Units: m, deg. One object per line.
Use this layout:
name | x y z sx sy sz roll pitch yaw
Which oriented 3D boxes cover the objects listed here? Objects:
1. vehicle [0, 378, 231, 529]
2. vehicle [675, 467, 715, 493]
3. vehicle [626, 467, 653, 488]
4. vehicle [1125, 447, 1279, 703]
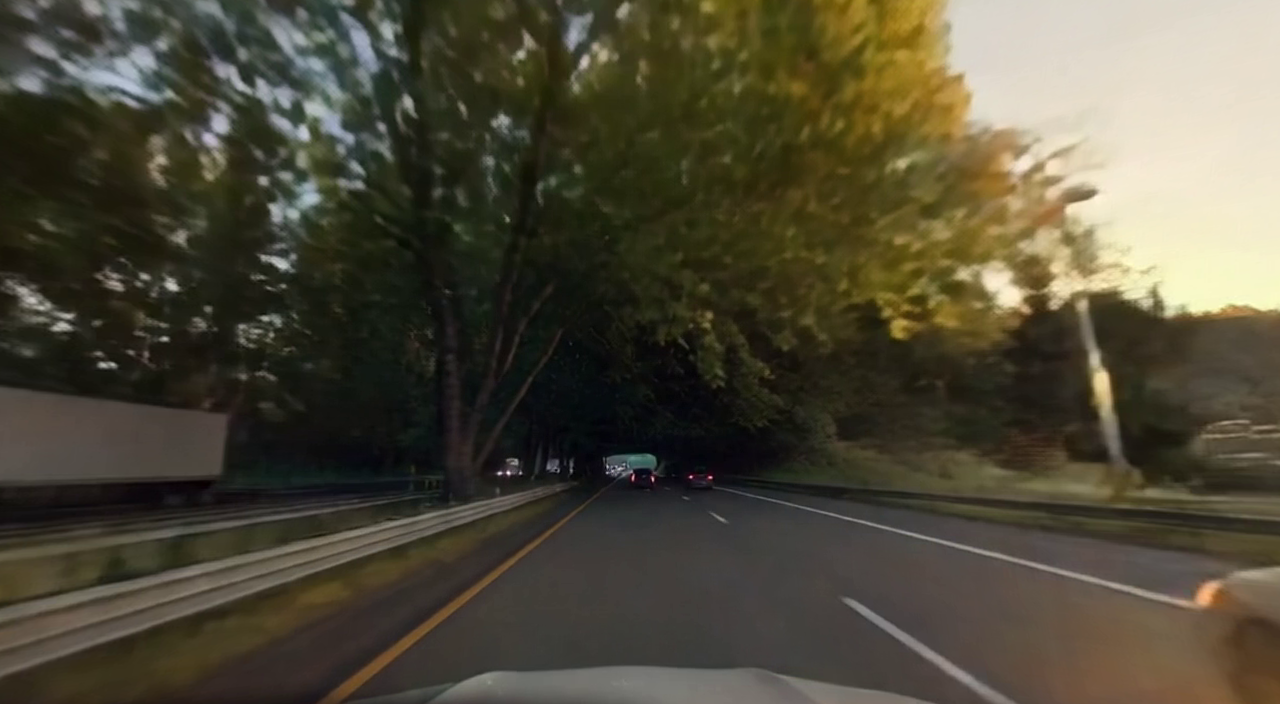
vehicle | -19.589 3.562 21.492 3.219 4.058 14.151 2 -11 -6
vehicle | 3.311 7.812 38.701 1.976 1.467 3.783 1 -11 -3
vehicle | -0.056 9.500 47.932 1.980 1.483 3.865 1 -11 -1
vehicle | 3.987 0.872 1.277 2.018 1.426 4.941 1 -11 -1
